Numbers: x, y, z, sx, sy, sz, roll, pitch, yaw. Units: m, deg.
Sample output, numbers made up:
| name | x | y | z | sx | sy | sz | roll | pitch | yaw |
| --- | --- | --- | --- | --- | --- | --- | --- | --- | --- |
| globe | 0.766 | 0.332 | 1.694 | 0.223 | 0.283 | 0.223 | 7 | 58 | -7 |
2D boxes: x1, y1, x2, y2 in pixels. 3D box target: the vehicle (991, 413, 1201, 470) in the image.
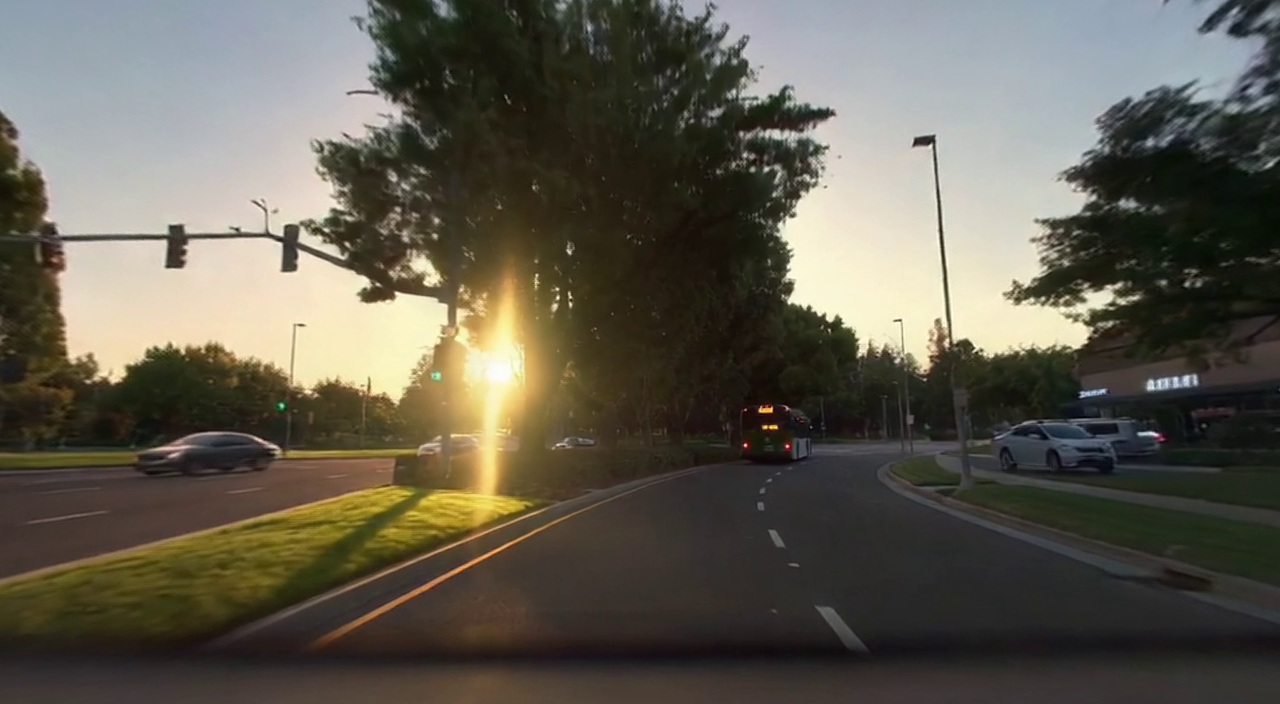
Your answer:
| name | x | y | z | sx | sy | sz | roll | pitch | yaw |
| --- | --- | --- | --- | --- | --- | --- | --- | --- | --- |
| vehicle | 16.793 | 3.385 | 23.667 | 5.856 | 1.945 | 2.183 | -3 | -9 | 19 |

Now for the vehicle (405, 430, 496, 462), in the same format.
| name | x | y | z | sx | sy | sz | roll | pitch | yaw |
| --- | --- | --- | --- | --- | --- | --- | --- | --- | --- |
| vehicle | -10.277 | 5.129 | 34.529 | 2.054 | 1.607 | 4.615 | -5 | -9 | 27 |

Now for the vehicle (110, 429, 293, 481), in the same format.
| name | x | y | z | sx | sy | sz | roll | pitch | yaw |
| --- | --- | --- | --- | --- | --- | --- | --- | --- | --- |
| vehicle | -14.264 | 3.350 | 20.807 | 1.854 | 1.484 | 4.526 | -5 | -9 | 27 |

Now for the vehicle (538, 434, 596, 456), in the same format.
| name | x | y | z | sx | sy | sz | roll | pitch | yaw |
| --- | --- | --- | --- | --- | --- | --- | --- | --- | --- |
| vehicle | -5.113 | 6.598 | 44.806 | 1.887 | 1.494 | 4.443 | -5 | -9 | 29 |

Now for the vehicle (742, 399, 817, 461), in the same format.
| name | x | y | z | sx | sy | sz | roll | pitch | yaw |
| --- | --- | --- | --- | --- | --- | --- | --- | --- | --- |
| vehicle | 9.251 | 5.137 | 40.690 | 3.031 | 3.429 | 11.005 | -3 | -9 | 21 |
